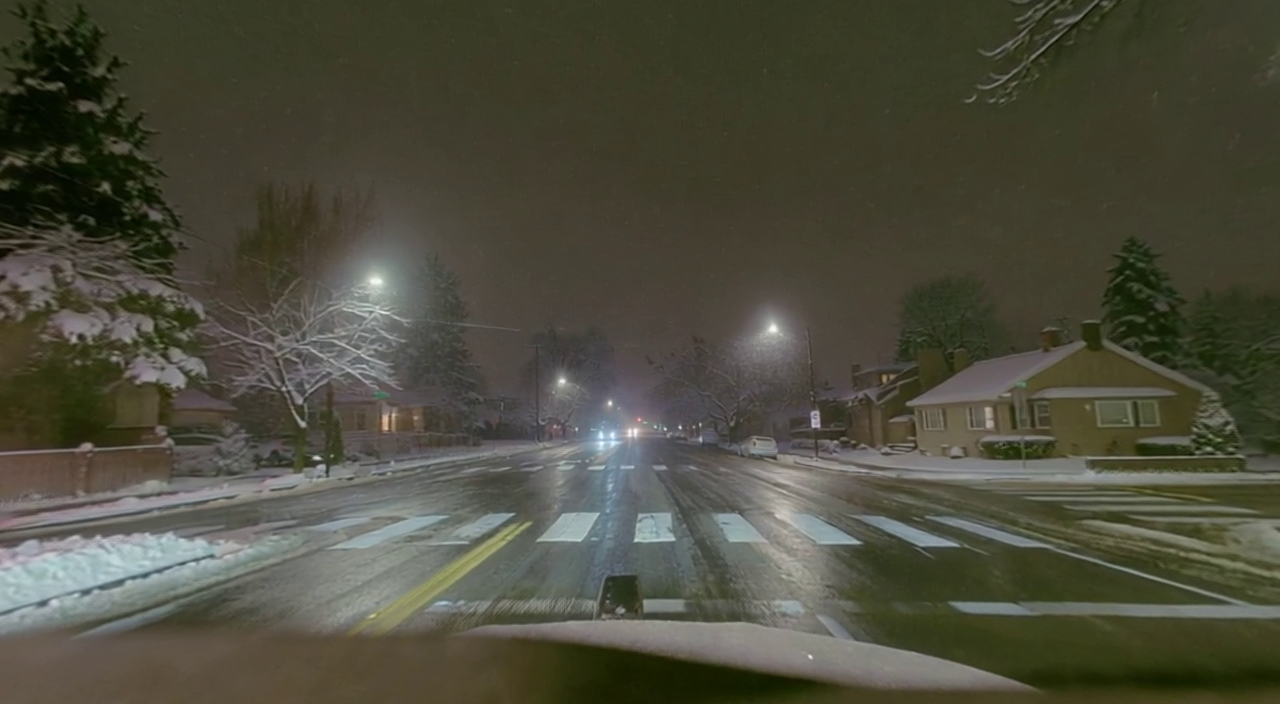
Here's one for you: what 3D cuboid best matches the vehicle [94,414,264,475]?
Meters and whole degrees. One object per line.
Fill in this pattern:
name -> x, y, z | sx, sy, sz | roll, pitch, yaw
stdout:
vehicle -> -17.939, 3.622, 24.814 | 4.800, 2.259, 2.303 | 0, -9, 0

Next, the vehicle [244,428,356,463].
vehicle -> -17.961, 4.950, 33.496 | 4.743, 1.734, 1.994 | 0, -9, 0

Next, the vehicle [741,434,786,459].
vehicle -> 7.996, 6.167, 41.273 | 2.029, 1.554, 4.705 | 0, -9, 1
